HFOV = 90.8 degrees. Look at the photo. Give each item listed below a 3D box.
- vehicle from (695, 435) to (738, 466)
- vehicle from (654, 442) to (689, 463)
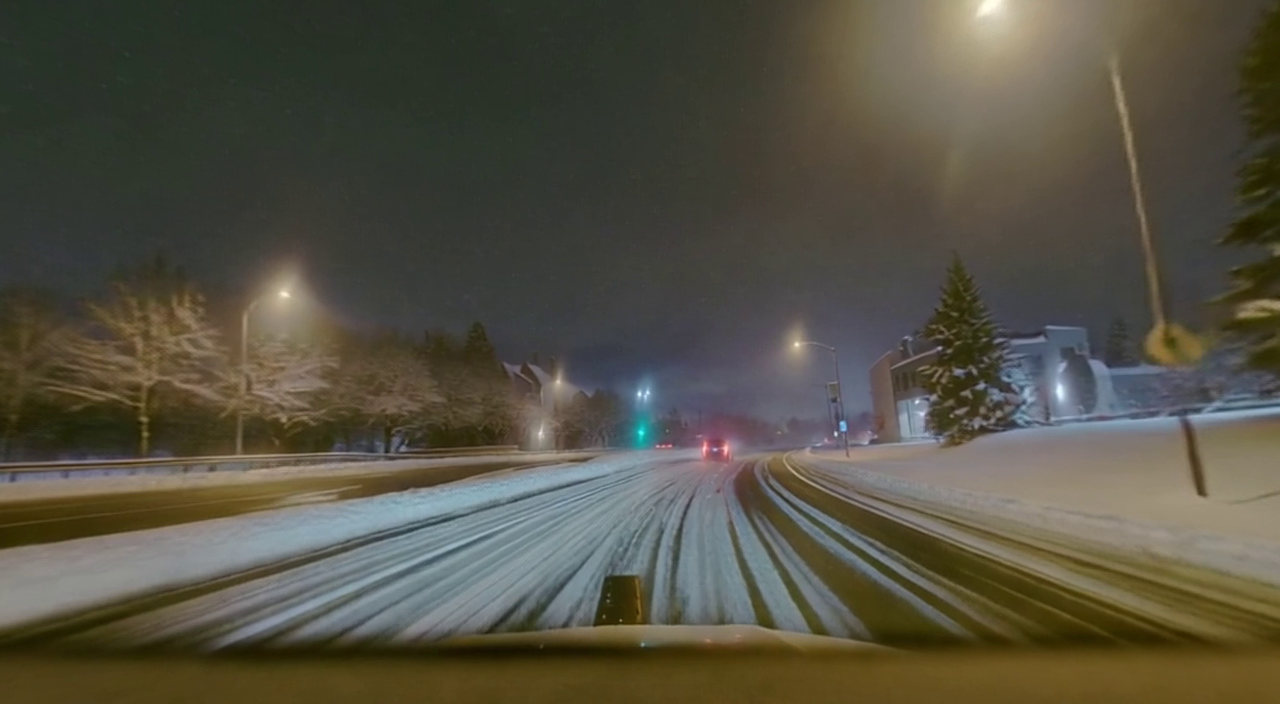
[{"bbox_3d":[5.096,6.462,41.477,2.356,1.931,4.840,-2,-9,11],"label":"vehicle"},{"bbox_3d":[2.456,7.650,48.262,1.952,1.472,4.312,-2,-9,12],"label":"vehicle"}]
